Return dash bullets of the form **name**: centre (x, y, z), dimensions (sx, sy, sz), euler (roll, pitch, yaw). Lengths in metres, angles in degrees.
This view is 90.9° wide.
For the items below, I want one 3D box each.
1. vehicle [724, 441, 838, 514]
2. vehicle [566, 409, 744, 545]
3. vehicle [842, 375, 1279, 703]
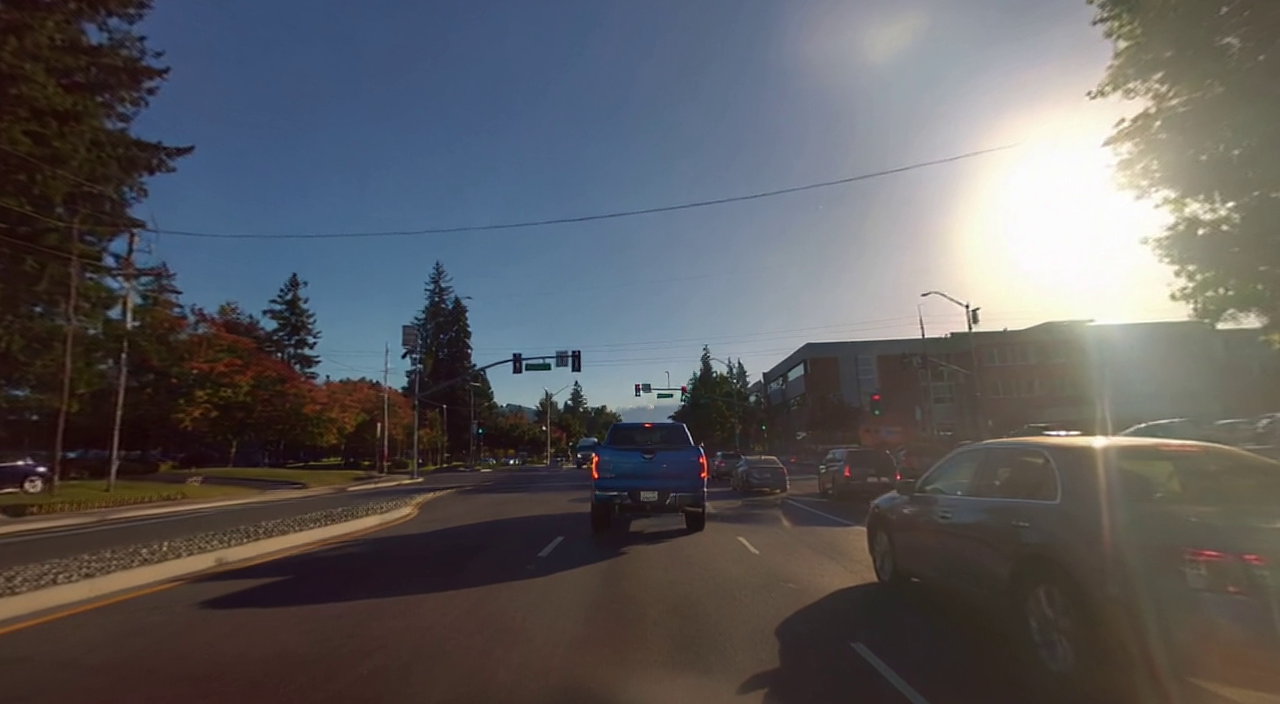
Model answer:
- **vehicle**: centre (3.506, 3.193, 16.572), dimensions (1.957, 1.646, 4.355), euler (0, -8, 0)
- **vehicle**: centre (0.235, 2.265, 12.170), dimensions (2.636, 2.011, 5.425), euler (0, -8, 0)
- **vehicle**: centre (3.310, 1.225, 4.237), dimensions (2.155, 1.667, 5.162), euler (0, -8, 0)
